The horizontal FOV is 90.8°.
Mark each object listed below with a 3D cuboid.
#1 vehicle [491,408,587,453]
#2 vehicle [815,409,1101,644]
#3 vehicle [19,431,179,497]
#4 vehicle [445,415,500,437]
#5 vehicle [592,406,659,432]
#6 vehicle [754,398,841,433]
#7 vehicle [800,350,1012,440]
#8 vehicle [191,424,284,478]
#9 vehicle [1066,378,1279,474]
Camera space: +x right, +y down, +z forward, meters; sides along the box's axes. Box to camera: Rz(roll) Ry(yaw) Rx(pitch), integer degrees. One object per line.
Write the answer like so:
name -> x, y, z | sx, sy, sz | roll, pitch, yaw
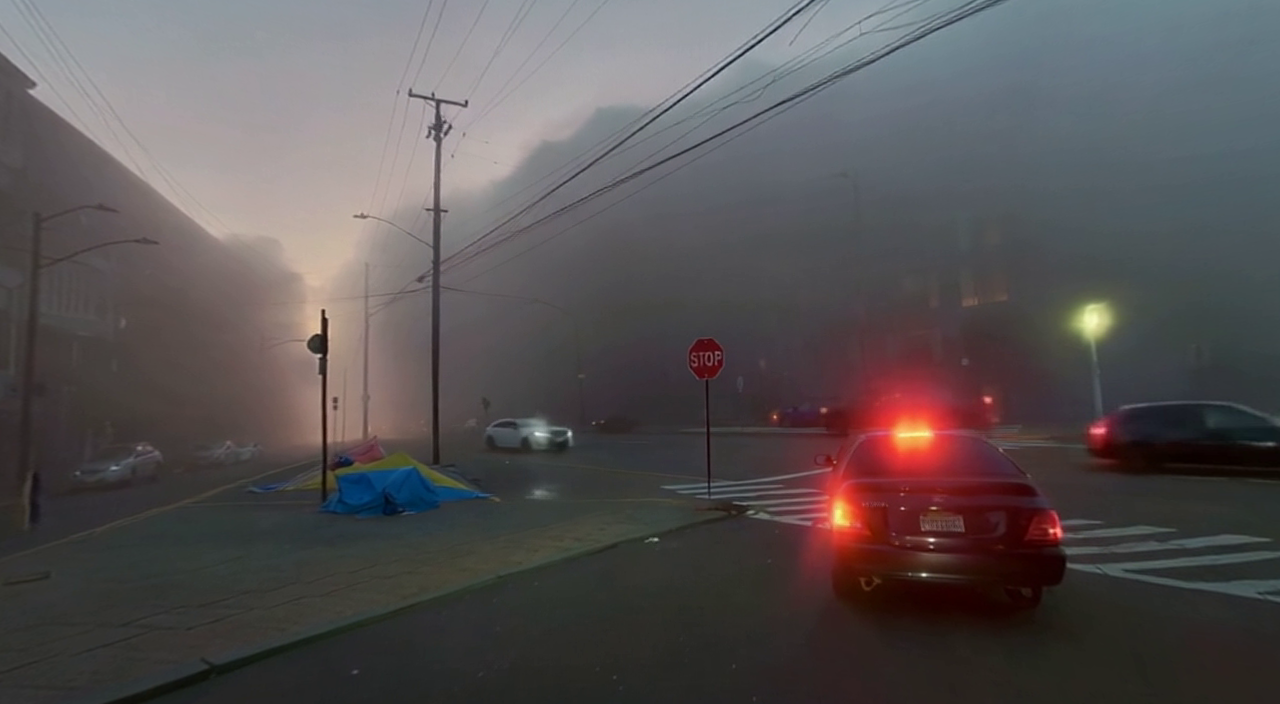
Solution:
vehicle -> -4.365, 3.408, 26.972 | 1.870, 1.724, 4.320 | 8, -12, -44
vehicle -> 3.509, 1.563, 6.800 | 1.945, 1.647, 4.160 | -6, -10, 32
vehicle -> -16.959, 3.485, 20.238 | 2.054, 1.800, 5.212 | 3, -9, -20
vehicle -> -12.604, 5.598, 47.297 | 2.089, 1.506, 4.641 | 7, -11, -41
vehicle -> -0.993, 4.250, 39.720 | 1.790, 1.468, 4.422 | 7, -11, -41
vehicle -> 8.492, 3.505, 34.273 | 1.805, 1.694, 4.214 | 8, -12, -44
vehicle -> 10.289, 1.931, 25.087 | 7.172, 3.075, 2.584 | -7, -10, 42
vehicle -> -14.401, 3.548, 22.865 | 1.987, 1.686, 3.971 | 1, -8, -20
vehicle -> 13.364, 1.708, 14.543 | 5.506, 1.970, 2.152 | -8, -10, 41
